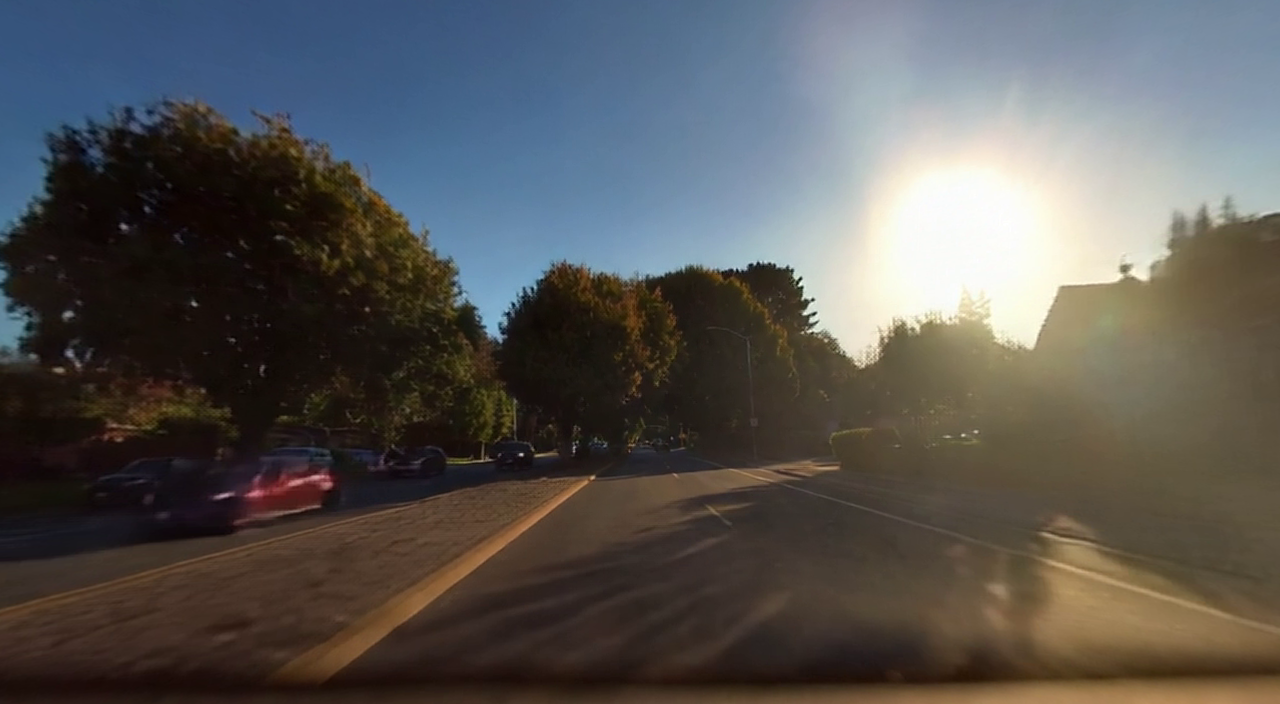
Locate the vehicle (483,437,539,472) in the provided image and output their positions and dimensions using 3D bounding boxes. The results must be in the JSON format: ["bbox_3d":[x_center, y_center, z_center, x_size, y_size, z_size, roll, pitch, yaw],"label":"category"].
[{"bbox_3d":[-6.865,5.521,33.964,2.000,1.738,4.251,0,-9,2],"label":"vehicle"}]

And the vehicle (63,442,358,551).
[{"bbox_3d":[-6.921,2.328,10.910,1.975,1.481,4.318,0,-9,1],"label":"vehicle"}]

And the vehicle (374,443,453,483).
[{"bbox_3d":[-10.341,5.070,29.097,2.006,1.672,4.314,0,-9,0],"label":"vehicle"}]
